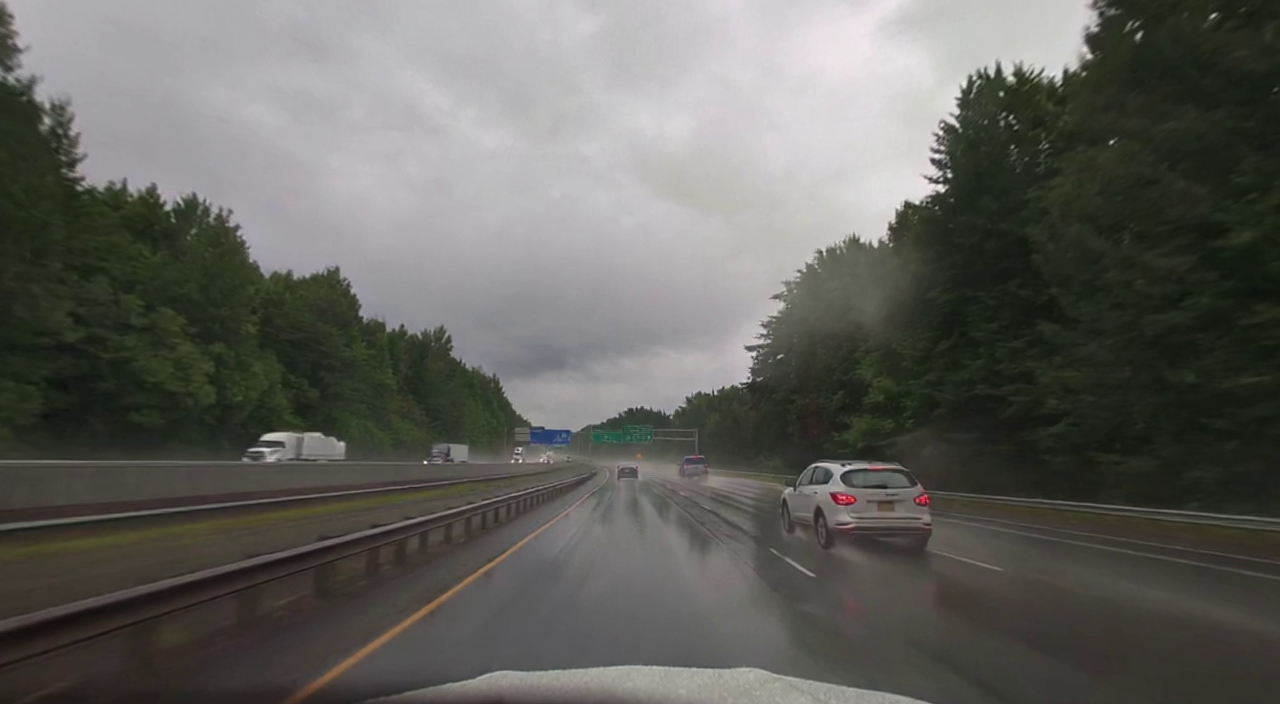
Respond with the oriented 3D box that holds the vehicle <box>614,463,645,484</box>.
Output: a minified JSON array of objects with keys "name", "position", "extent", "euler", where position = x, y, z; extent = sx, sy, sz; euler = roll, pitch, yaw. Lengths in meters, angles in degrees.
[{"name":"vehicle","position":[-0.819,9.342,48.499],"extent":[2.242,1.525,4.305],"euler":[1,-10,-1]}]

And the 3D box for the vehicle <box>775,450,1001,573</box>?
[{"name":"vehicle","position":[3.932,2.620,10.959],"extent":[2.132,1.662,4.180],"euler":[1,-10,-1]}]

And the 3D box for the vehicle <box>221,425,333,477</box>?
[{"name":"vehicle","position":[-21.627,6.075,38.080],"extent":[2.359,2.790,7.380],"euler":[1,-10,-1]}]
